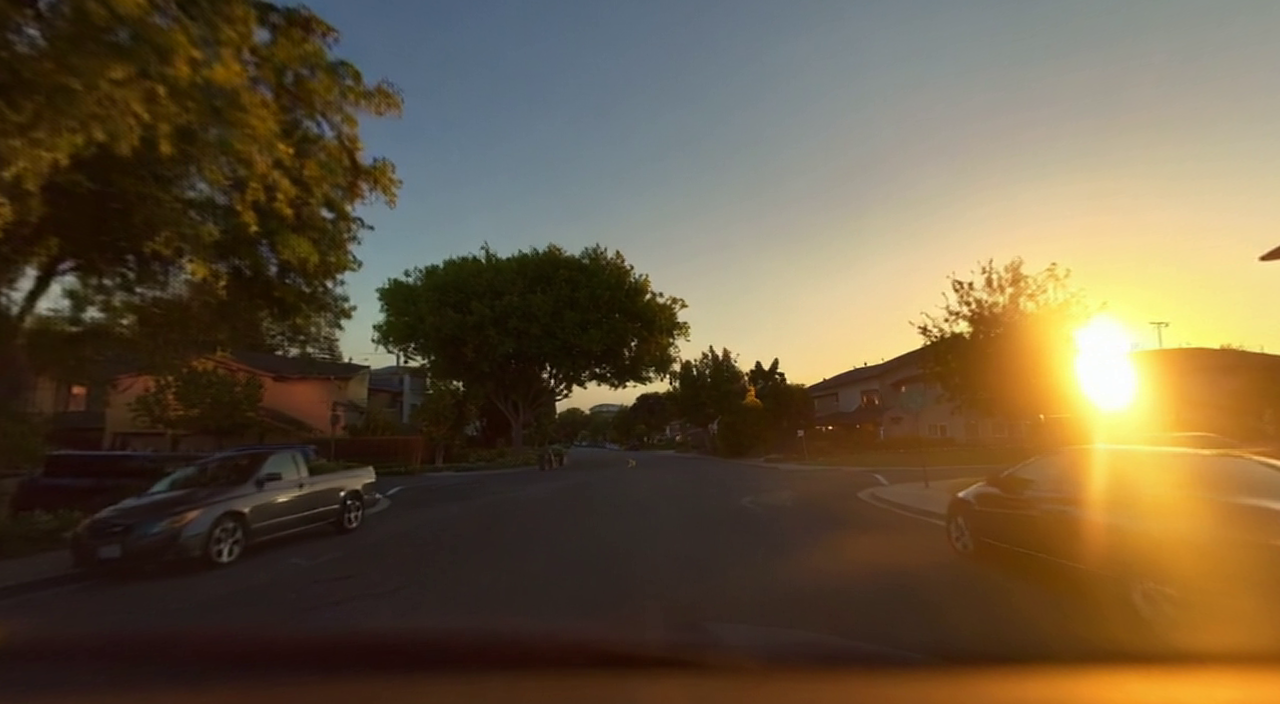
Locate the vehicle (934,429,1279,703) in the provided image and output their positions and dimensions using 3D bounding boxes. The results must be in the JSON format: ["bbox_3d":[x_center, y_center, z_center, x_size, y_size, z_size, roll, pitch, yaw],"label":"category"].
[{"bbox_3d":[4.434,1.408,5.306,1.931,1.395,4.793,1,-8,5],"label":"vehicle"}]

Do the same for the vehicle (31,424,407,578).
[{"bbox_3d":[-5.365,1.999,9.029,1.943,1.433,4.717,-6,-11,4],"label":"vehicle"}]
